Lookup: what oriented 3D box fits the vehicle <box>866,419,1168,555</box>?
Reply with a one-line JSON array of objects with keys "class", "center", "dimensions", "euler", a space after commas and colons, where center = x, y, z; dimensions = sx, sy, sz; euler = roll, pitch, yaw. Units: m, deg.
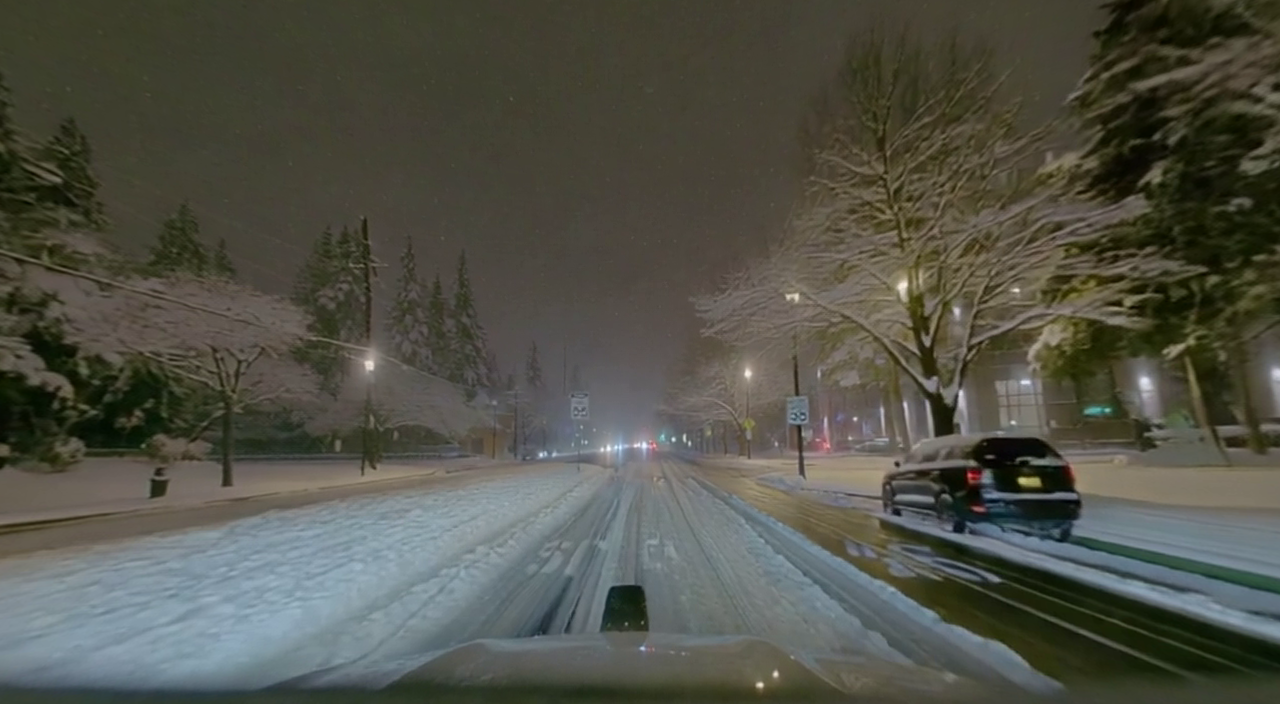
[{"class": "vehicle", "center": [6.071, 2.227, 11.242], "dimensions": [2.104, 1.826, 5.301], "euler": [0, -9, 0]}]
